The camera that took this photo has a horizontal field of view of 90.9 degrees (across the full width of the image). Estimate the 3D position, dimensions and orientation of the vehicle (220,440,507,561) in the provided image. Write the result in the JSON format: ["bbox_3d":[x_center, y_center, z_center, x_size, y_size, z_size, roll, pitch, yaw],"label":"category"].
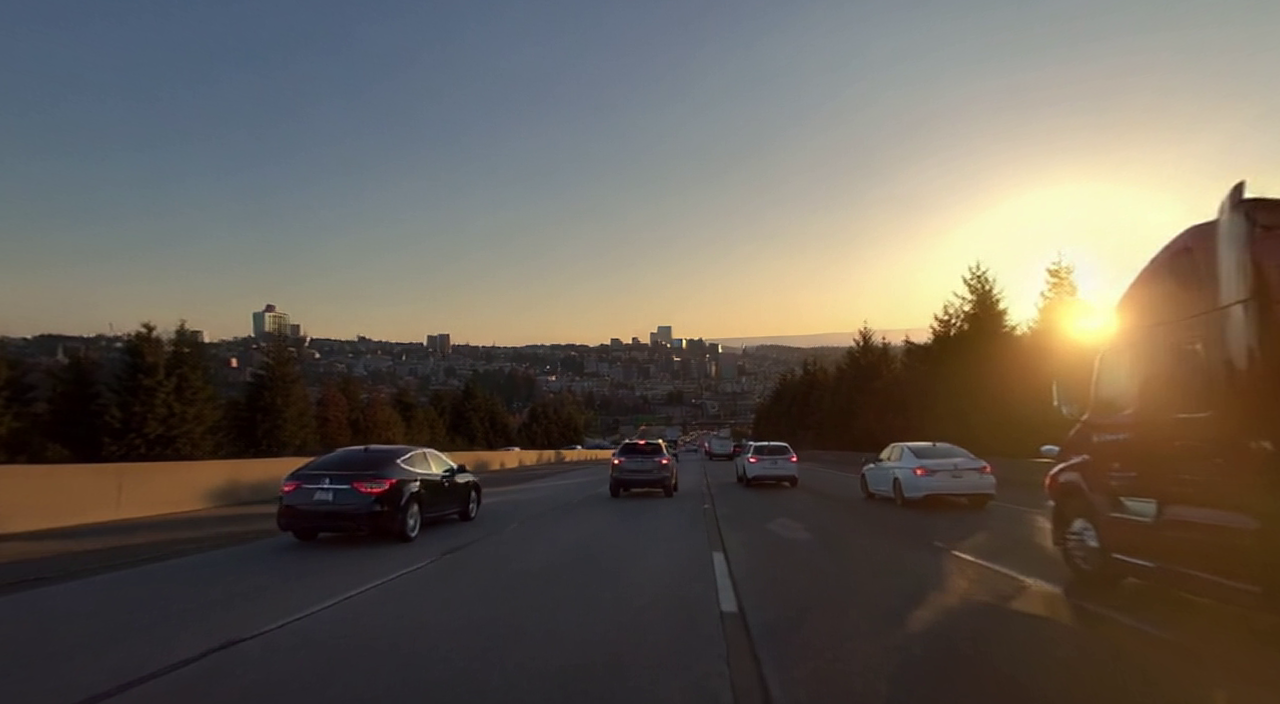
[{"bbox_3d":[-3.937,2.176,10.240,1.965,1.443,4.968,-1,-8,7],"label":"vehicle"}]

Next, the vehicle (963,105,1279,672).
[{"bbox_3d":[5.106,0.097,2.822,2.987,3.212,9.311,-1,-8,4],"label":"vehicle"}]

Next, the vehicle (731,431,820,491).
[{"bbox_3d":[4.236,3.483,20.495,2.156,1.701,4.494,-1,-8,4],"label":"vehicle"}]

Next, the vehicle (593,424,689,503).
[{"bbox_3d":[0.195,2.942,17.038,2.153,1.805,4.631,-1,-8,5],"label":"vehicle"}]

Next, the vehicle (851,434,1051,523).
[{"bbox_3d":[5.936,2.442,12.796,2.053,1.473,4.383,-1,-8,4],"label":"vehicle"}]
